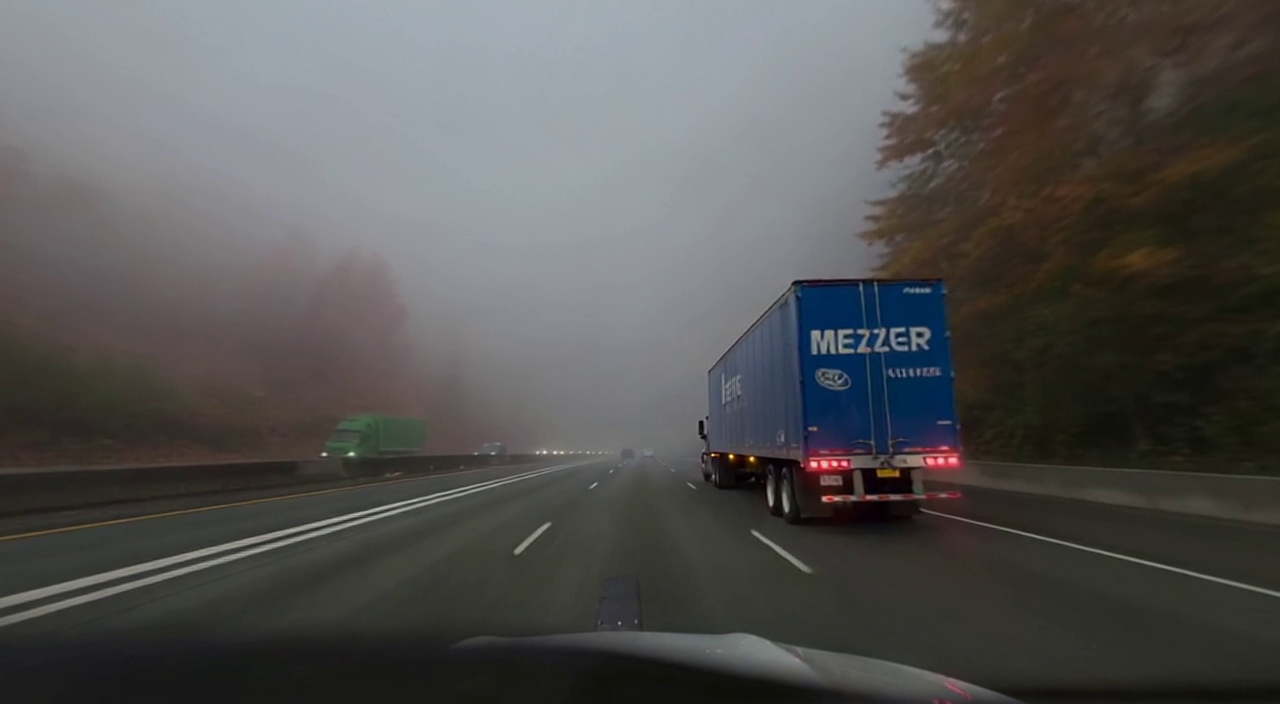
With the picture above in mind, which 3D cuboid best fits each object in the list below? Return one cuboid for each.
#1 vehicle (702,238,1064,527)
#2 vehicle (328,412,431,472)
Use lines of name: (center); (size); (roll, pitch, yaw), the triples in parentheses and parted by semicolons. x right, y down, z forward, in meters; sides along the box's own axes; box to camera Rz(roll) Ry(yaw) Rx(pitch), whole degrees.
vehicle: (4.005, 1.620, 16.717); (3.003, 3.880, 16.814); (0, -9, 0)
vehicle: (-19.284, 6.857, 47.454); (2.995, 4.004, 10.610); (0, -9, 1)
